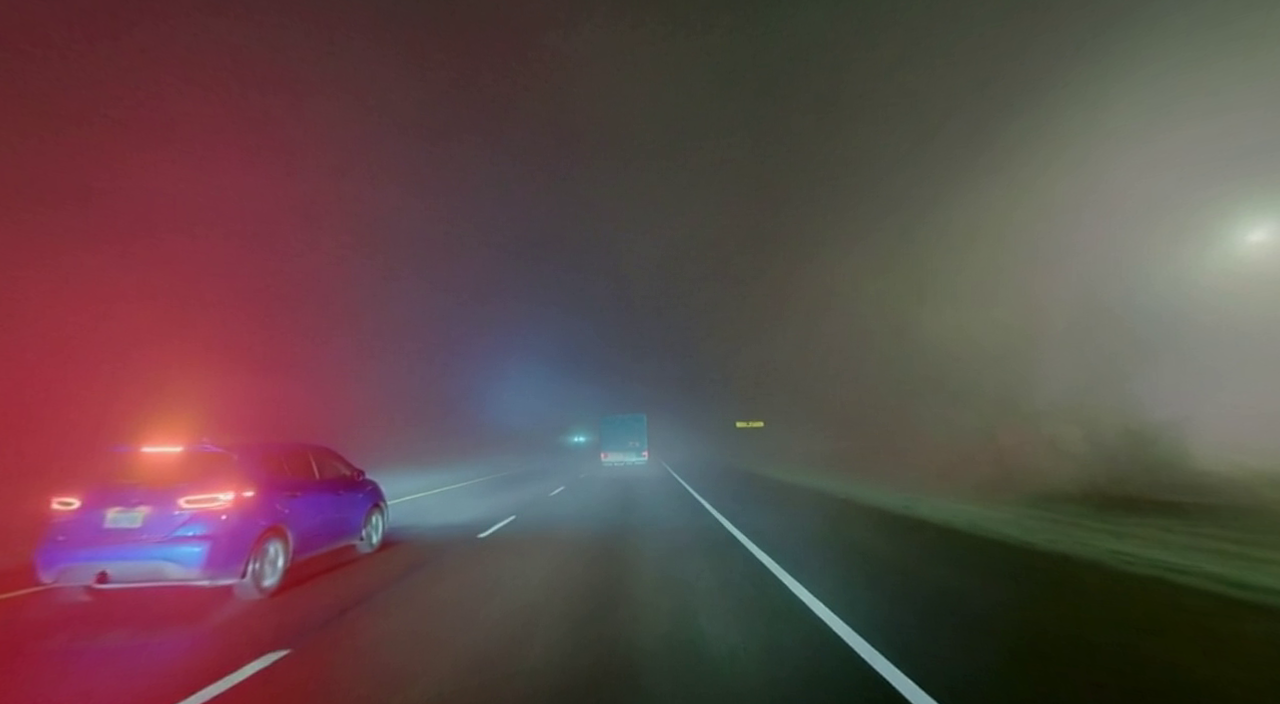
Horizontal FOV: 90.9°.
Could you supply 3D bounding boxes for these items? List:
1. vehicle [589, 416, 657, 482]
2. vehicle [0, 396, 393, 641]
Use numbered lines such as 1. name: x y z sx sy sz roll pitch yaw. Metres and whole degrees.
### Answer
1. vehicle: -0.557 3.569 23.393 2.248 2.154 4.892 0 -8 0
2. vehicle: -4.552 1.456 6.556 2.198 1.666 4.311 0 -8 0
